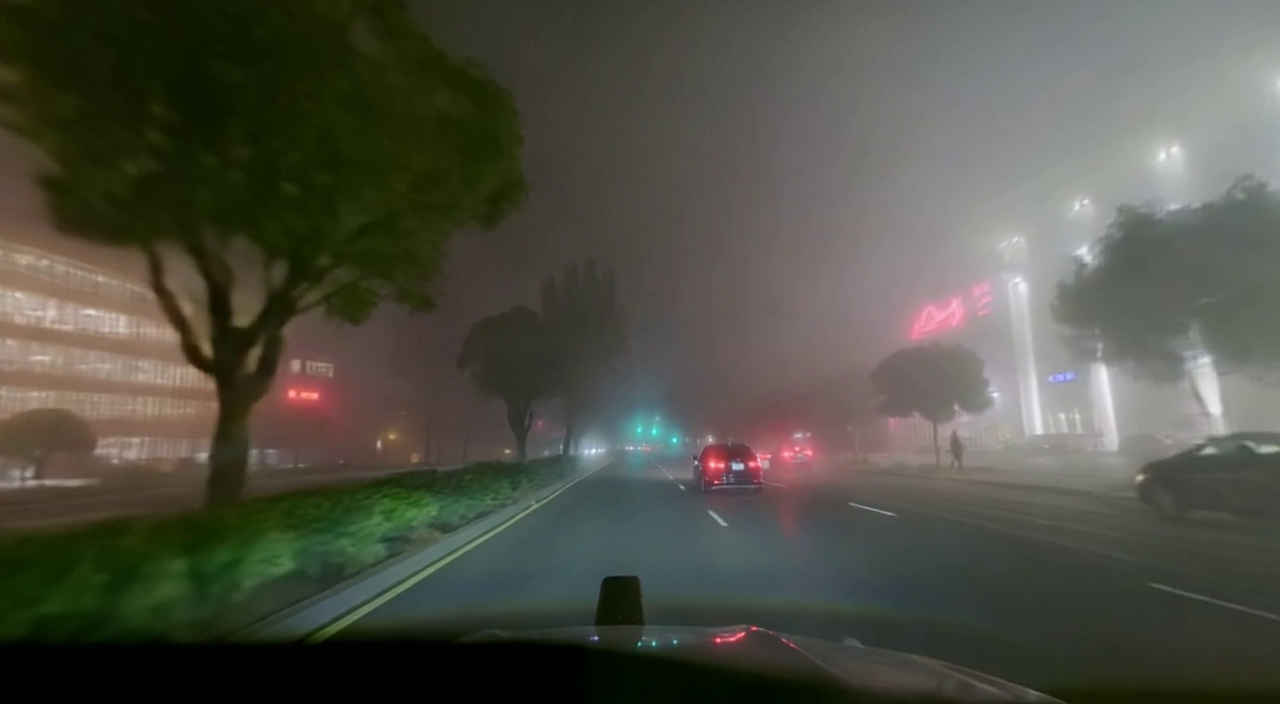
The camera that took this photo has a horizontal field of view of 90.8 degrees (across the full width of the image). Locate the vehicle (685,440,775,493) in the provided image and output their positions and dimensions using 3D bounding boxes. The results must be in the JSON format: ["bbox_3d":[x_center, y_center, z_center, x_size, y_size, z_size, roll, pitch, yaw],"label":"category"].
[{"bbox_3d":[2.739,3.598,20.344,2.131,1.491,4.496,0,-8,-1],"label":"vehicle"}]

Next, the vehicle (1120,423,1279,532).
[{"bbox_3d":[9.954,1.831,9.373,2.003,1.511,4.670,0,-8,0],"label":"vehicle"}]

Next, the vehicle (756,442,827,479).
[{"bbox_3d":[6.357,4.570,26.960,1.912,1.411,4.380,0,-8,0],"label":"vehicle"}]
